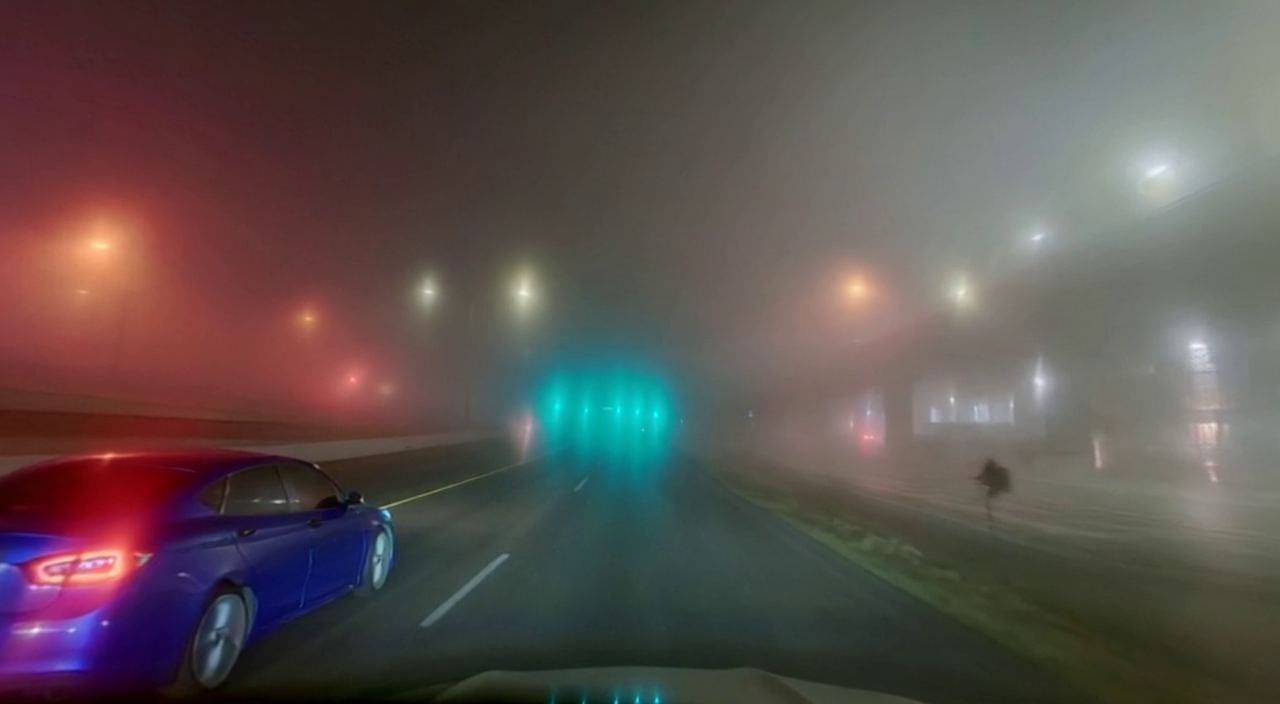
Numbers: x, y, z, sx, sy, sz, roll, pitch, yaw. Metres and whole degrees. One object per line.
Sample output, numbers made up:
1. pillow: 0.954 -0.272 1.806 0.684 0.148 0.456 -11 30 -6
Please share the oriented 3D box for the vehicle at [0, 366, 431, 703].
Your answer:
1. vehicle: -3.088 1.075 3.955 2.041 1.470 4.290 0 -9 1
